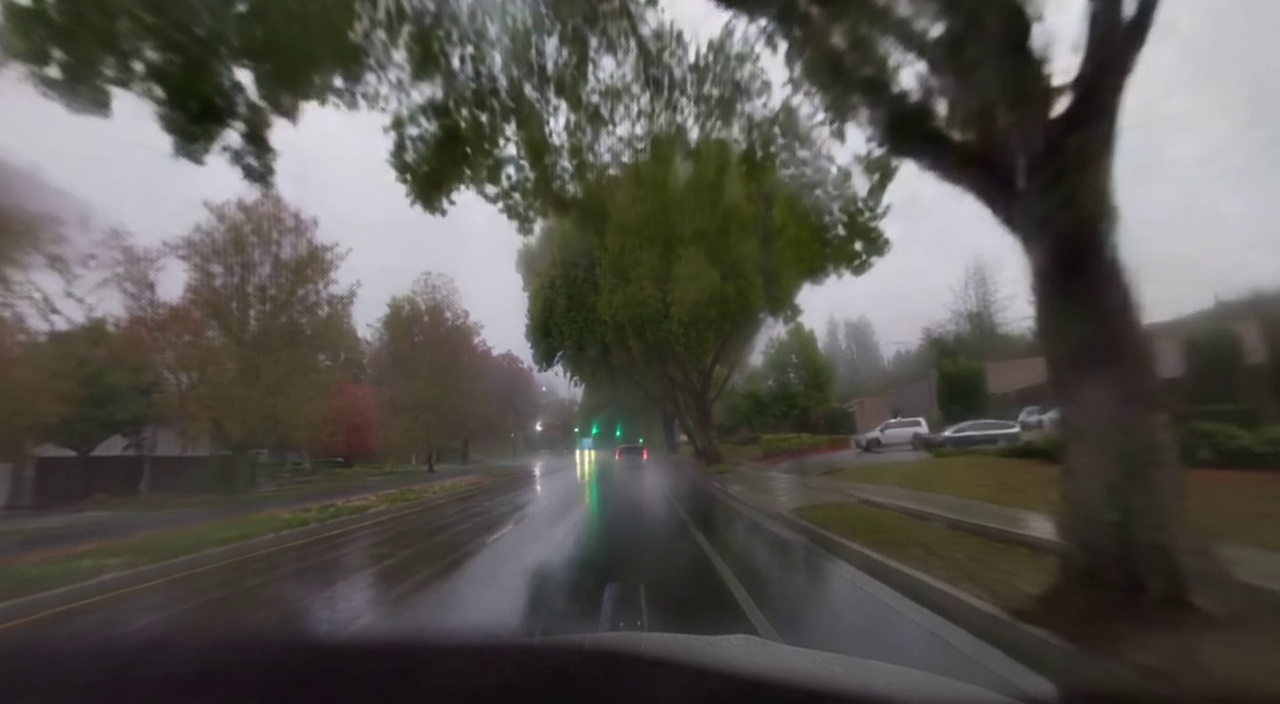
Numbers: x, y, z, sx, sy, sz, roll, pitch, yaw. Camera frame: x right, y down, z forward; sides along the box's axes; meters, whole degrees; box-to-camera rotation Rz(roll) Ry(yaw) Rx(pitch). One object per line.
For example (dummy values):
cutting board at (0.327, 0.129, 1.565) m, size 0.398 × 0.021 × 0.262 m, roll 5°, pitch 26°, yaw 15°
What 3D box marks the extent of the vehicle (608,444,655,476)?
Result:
vehicle at (-0.334, 5.315, 31.463) m, size 2.111 × 1.466 × 4.223 m, roll -1°, pitch -8°, yaw 2°
